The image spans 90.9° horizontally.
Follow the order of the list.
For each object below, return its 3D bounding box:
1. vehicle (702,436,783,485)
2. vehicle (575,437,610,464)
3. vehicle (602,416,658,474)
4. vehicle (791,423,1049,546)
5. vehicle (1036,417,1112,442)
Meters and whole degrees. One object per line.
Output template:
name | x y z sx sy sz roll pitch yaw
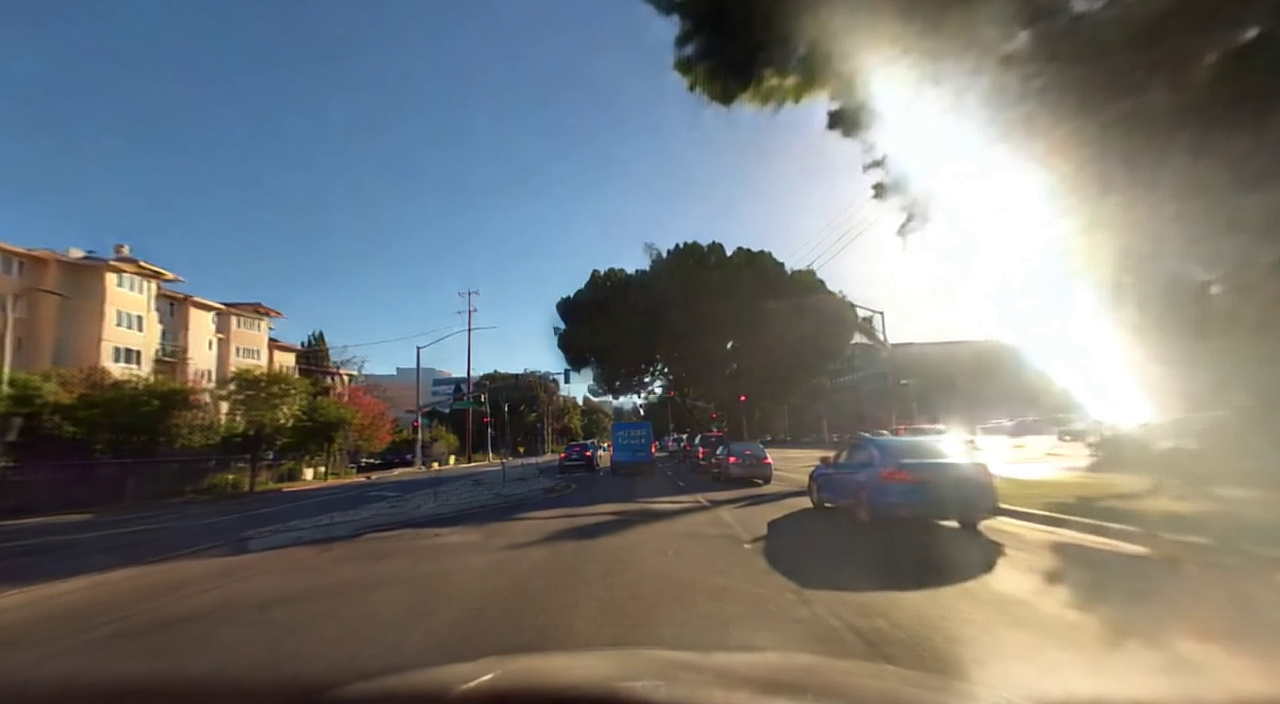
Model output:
vehicle | 3.374 3.659 21.607 1.951 1.483 4.582 0 -9 -1
vehicle | -3.232 6.789 43.595 2.203 1.786 4.249 0 -9 -1
vehicle | -0.393 4.415 29.876 2.422 2.488 4.992 0 -9 1
vehicle | 4.079 2.023 10.361 1.967 1.506 4.968 0 -9 0
vehicle | 30.957 5.555 45.008 4.153 1.764 1.858 1 -9 -9
